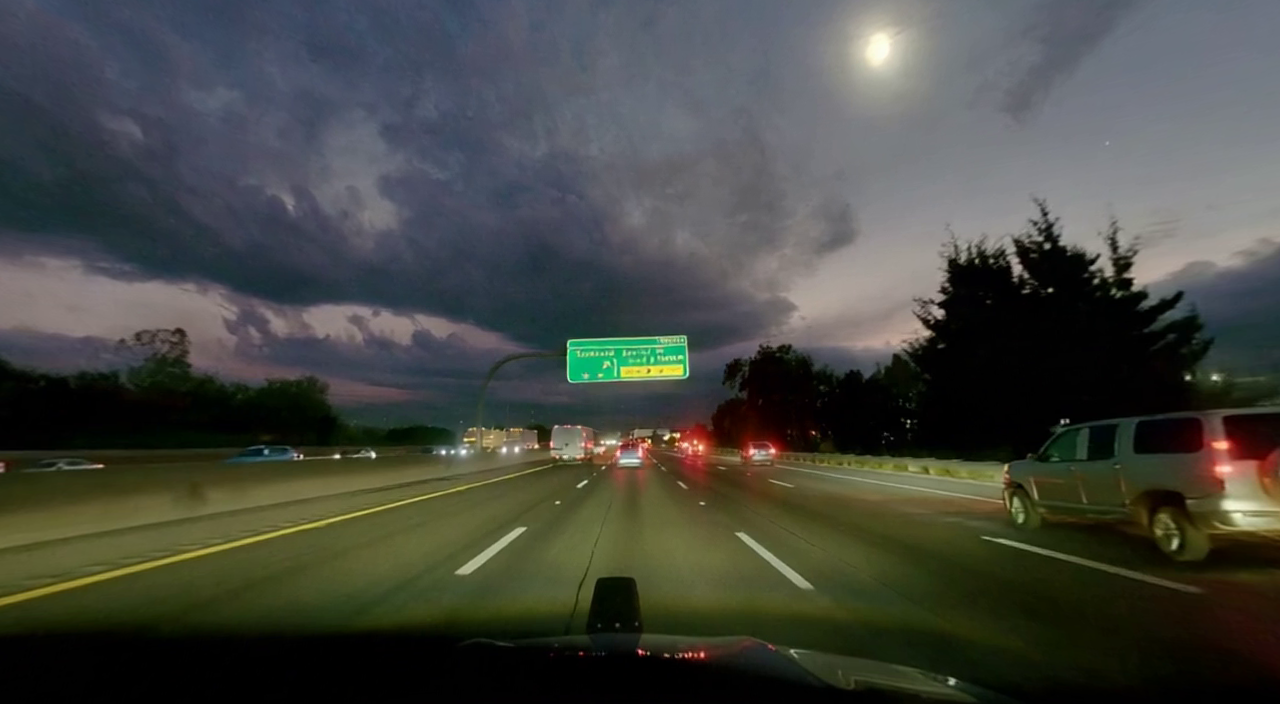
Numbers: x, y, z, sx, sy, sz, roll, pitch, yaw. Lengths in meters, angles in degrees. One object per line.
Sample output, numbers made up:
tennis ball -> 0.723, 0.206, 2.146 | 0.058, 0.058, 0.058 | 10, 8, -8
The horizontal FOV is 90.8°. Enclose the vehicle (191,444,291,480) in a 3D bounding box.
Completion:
vehicle -> -17.610, 4.838, 28.109 | 2.002, 1.476, 3.730 | 0, -9, -1

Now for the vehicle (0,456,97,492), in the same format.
vehicle -> -25.283, 5.098, 26.628 | 1.663, 1.370, 3.443 | 0, -9, -1

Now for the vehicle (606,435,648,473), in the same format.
vehicle -> -0.619, 5.189, 32.346 | 2.002, 1.759, 4.658 | 0, -8, 0

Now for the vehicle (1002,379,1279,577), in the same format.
vehicle -> 7.409, 1.591, 8.529 | 2.077, 1.955, 4.817 | 0, -9, -1

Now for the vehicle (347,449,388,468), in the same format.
vehicle -> -21.390, 8.343, 49.631 | 1.691, 1.389, 3.359 | 0, -9, 0

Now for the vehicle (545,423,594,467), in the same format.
vehicle -> -4.434, 6.022, 40.783 | 2.398, 2.593, 5.808 | 0, -9, 0

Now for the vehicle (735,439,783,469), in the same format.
vehicle -> 7.027, 6.056, 37.680 | 1.944, 1.666, 4.184 | 0, -9, -2
